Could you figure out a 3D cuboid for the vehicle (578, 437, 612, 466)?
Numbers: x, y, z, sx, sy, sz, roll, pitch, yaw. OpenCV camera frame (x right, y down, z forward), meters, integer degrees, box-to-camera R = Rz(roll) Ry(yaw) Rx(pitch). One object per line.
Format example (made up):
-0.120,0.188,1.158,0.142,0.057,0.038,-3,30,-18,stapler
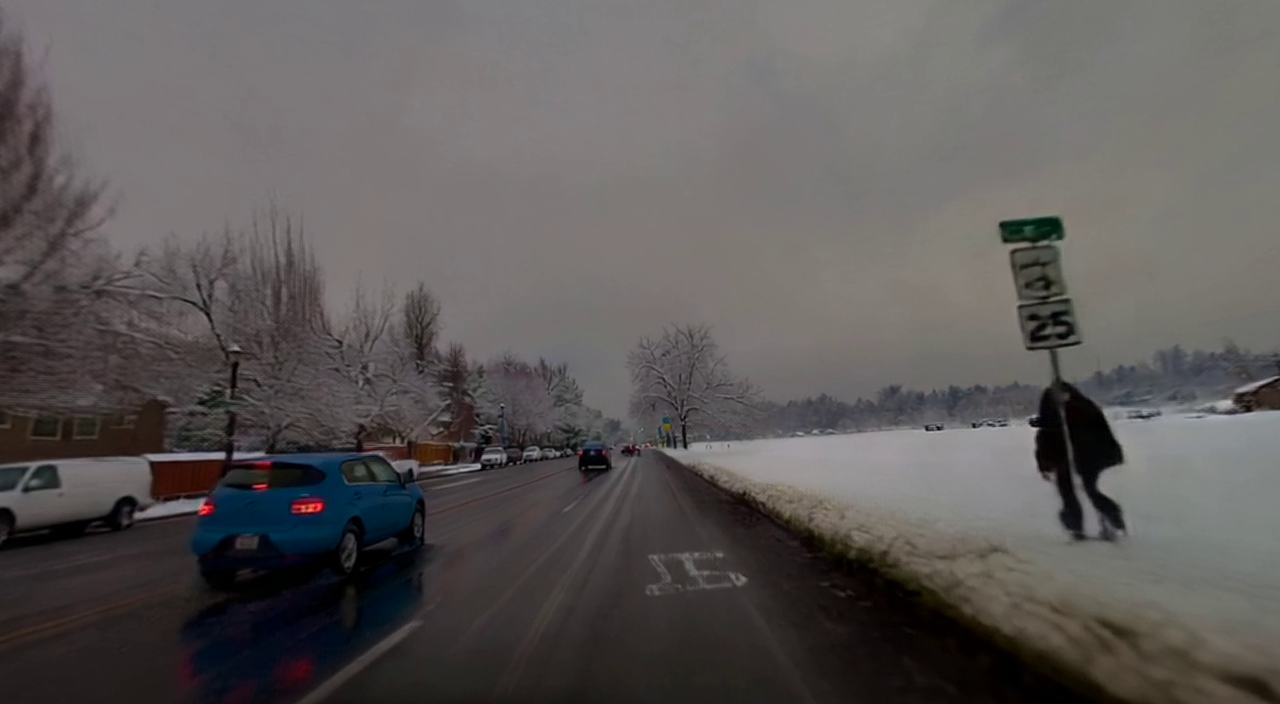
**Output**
-2.922,6.624,41.806,1.908,1.809,4.230,0,-8,1,vehicle

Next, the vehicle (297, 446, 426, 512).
-9.032,4.110,20.917,2.019,1.907,4.697,0,-8,1,vehicle

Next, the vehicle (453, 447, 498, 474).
-12.143,8.001,46.606,2.066,1.785,4.608,1,-8,0,vehicle

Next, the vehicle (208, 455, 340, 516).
-12.221,4.426,21.355,1.910,1.462,4.581,-4,-7,-2,vehicle

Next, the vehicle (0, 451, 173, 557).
-12.187,2.922,12.548,1.904,1.728,4.997,1,-8,-1,vehicle

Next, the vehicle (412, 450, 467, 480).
-12.237,6.894,38.651,2.106,1.701,4.629,0,-8,-3,vehicle
